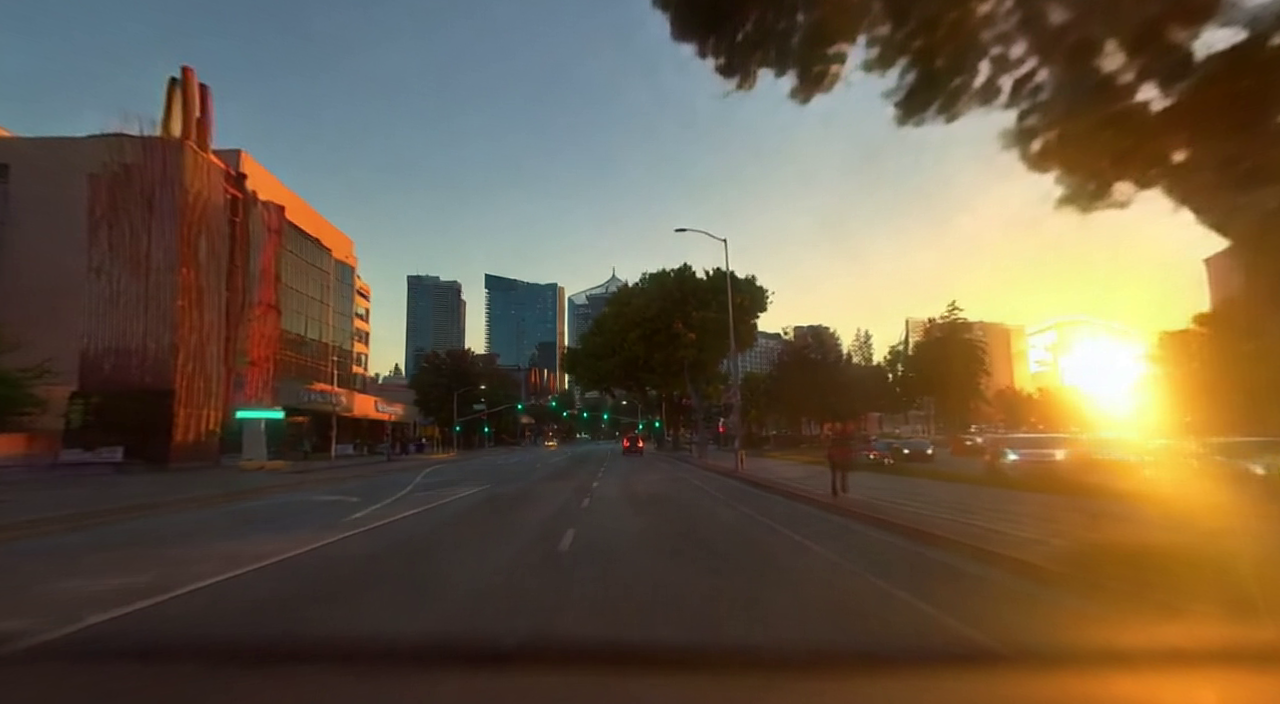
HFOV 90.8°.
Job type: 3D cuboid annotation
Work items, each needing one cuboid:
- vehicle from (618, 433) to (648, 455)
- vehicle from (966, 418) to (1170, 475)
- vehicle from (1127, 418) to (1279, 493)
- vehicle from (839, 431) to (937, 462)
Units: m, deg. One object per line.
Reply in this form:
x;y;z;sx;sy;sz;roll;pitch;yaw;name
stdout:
-0.582;7.196;49.558;2.230;1.683;4.204;0;-8;-2;vehicle
13.258;2.956;19.837;4.769;1.636;2.281;0;-8;-2;vehicle
13.964;2.313;14.339;4.228;1.548;1.881;0;-8;-1;vehicle
13.191;5.027;33.766;4.395;1.497;1.975;-1;-7;-1;vehicle
